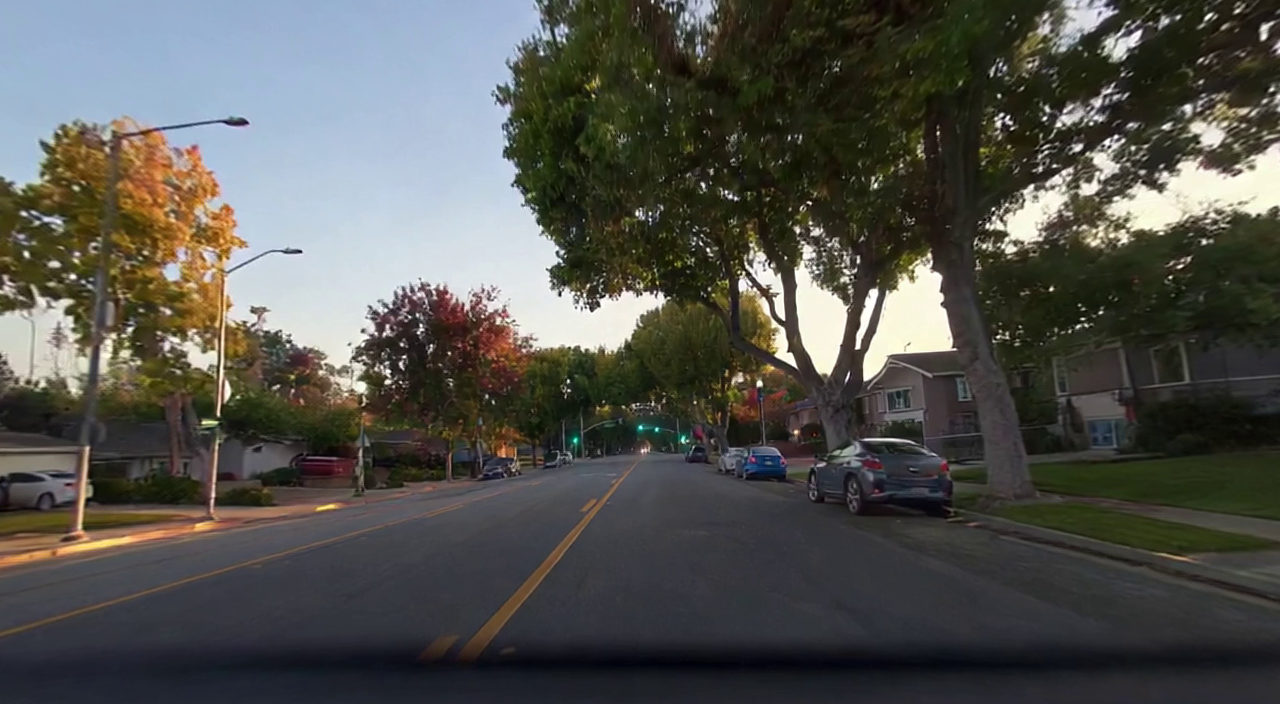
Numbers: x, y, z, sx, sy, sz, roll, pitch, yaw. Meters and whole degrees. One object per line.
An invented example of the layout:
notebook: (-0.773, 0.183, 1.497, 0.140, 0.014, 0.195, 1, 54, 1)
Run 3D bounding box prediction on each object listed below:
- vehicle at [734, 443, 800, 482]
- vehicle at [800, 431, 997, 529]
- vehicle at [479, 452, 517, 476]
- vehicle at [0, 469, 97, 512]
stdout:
vehicle: (5.247, 4.602, 26.657, 1.924, 1.516, 4.163, 0, -8, 0)
vehicle: (4.771, 2.413, 12.568, 1.934, 1.573, 4.547, 0, -8, -1)
vehicle: (-10.378, 8.216, 46.403, 1.845, 1.626, 4.105, 0, -8, -1)
vehicle: (-23.317, 5.149, 23.572, 4.410, 1.440, 1.838, 0, -8, 1)
